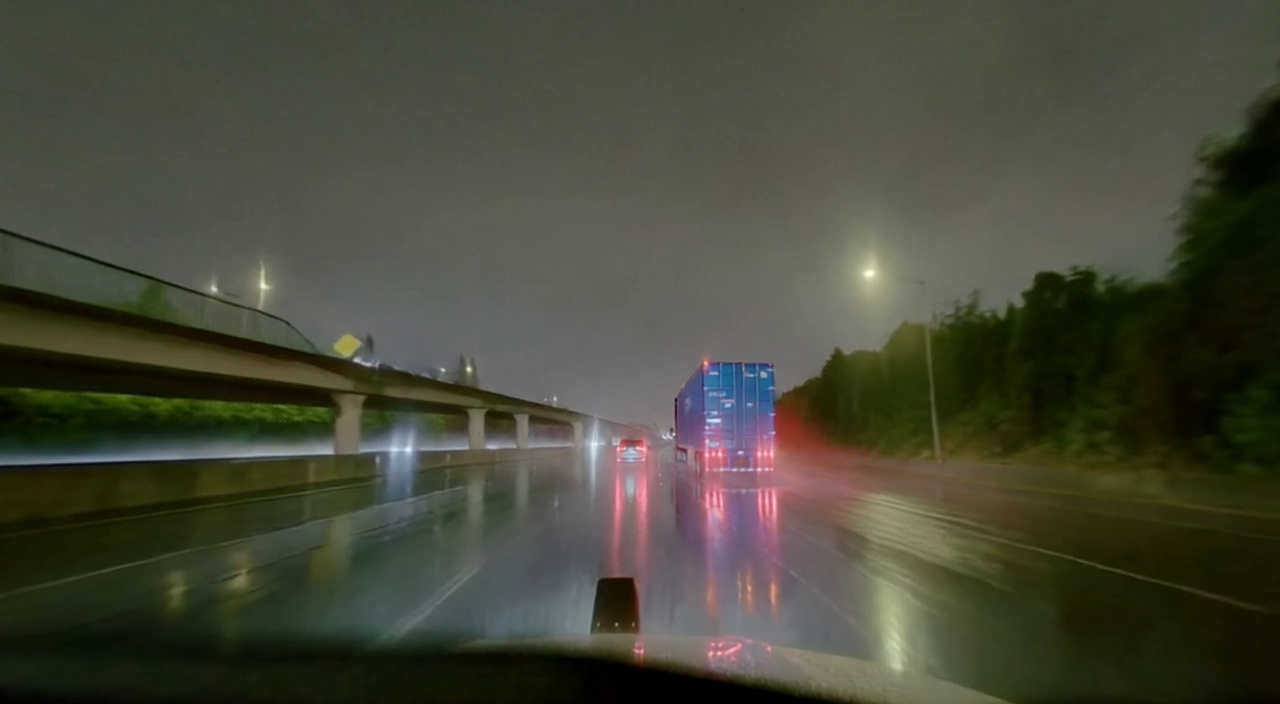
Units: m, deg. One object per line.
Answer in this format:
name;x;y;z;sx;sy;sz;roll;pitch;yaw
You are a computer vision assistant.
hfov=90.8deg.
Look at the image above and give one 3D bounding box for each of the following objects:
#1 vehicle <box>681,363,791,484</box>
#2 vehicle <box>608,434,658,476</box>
vehicle;3.533;3.125;26.326;2.964;4.063;10.072;0;-9;0
vehicle;-0.282;4.577;28.235;2.077;1.716;4.514;0;-9;0
